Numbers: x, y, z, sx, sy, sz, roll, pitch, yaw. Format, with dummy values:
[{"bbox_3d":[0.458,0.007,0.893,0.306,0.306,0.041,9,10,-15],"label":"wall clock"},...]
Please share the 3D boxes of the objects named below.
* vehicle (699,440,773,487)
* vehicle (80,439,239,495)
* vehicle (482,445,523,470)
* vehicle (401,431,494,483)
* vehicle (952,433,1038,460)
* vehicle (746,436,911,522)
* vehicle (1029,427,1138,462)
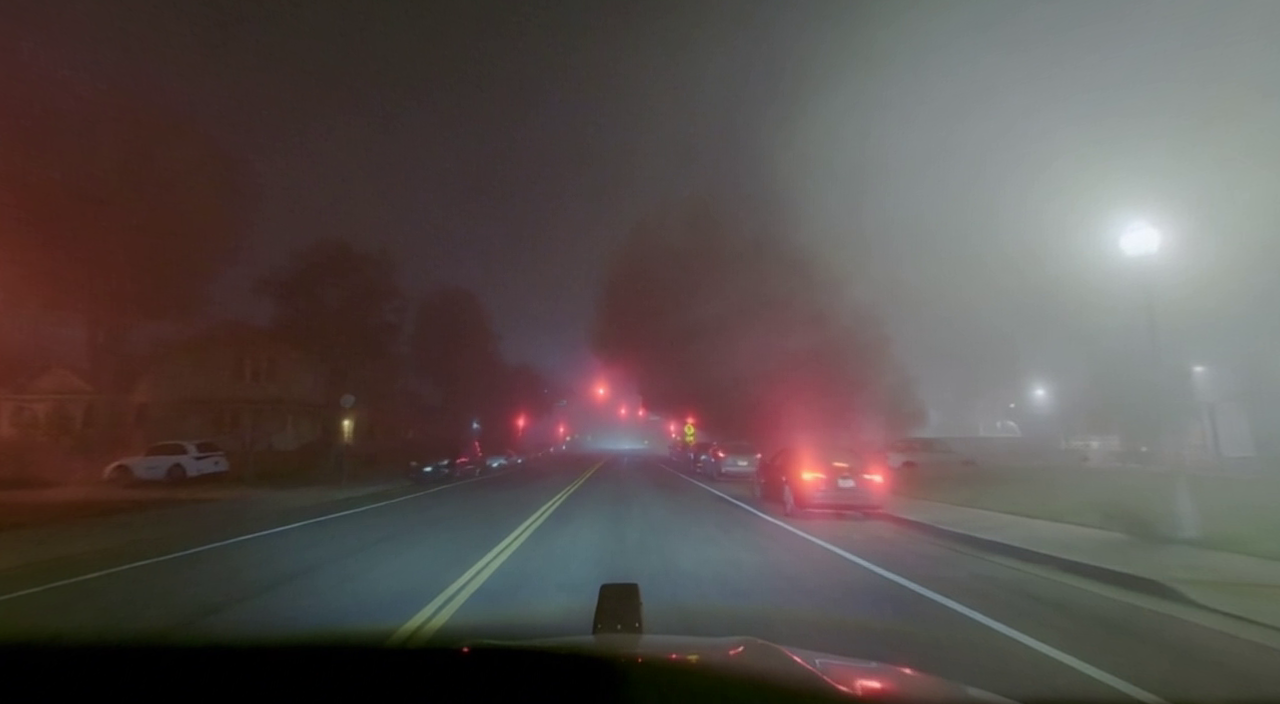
[{"bbox_3d":[3.340,3.979,22.897,1.809,1.513,4.264,1,-8,-3],"label":"vehicle"},{"bbox_3d":[-14.693,3.507,19.648,1.848,1.562,3.827,0,-8,1],"label":"vehicle"},{"bbox_3d":[-8.634,6.624,40.022,1.860,1.476,4.594,1,-8,-4],"label":"vehicle"},{"bbox_3d":[-8.199,4.516,27.585,2.420,2.004,5.615,0,-8,-2],"label":"vehicle"},{"bbox_3d":[24.432,6.494,43.564,4.599,1.759,2.060,-1,-9,-1],"label":"vehicle"},{"bbox_3d":[3.777,2.613,13.612,1.955,1.536,4.395,1,-8,-4],"label":"vehicle"},{"bbox_3d":[24.493,5.116,35.006,4.476,1.795,2.055,0,-9,-2],"label":"vehicle"}]
